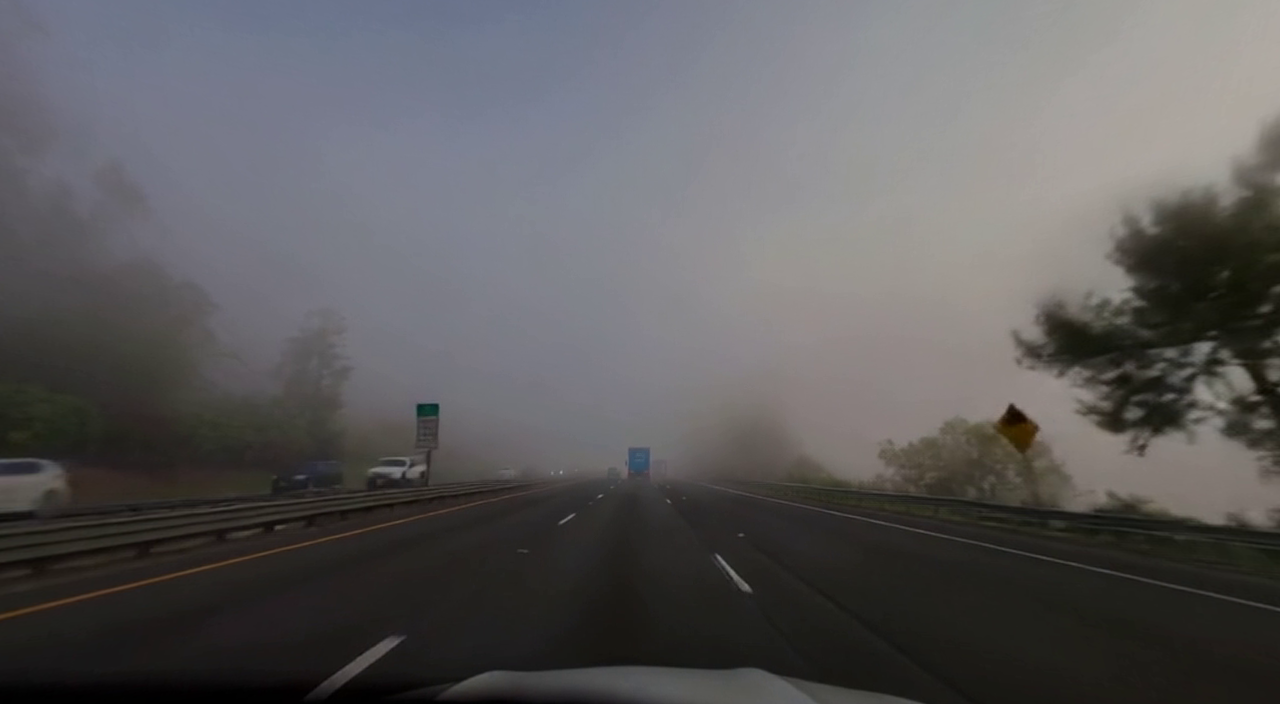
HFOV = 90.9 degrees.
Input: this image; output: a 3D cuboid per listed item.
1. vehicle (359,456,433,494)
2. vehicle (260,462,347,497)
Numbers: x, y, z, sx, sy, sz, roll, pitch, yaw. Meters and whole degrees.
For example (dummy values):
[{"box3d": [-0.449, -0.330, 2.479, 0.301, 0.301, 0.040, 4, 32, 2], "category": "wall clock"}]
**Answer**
[{"box3d": [-13.319, 6.771, 34.815, 2.203, 1.927, 4.857, 1, -11, -1], "category": "vehicle"}, {"box3d": [-17.241, 6.557, 32.561, 2.006, 1.607, 4.436, 1, -11, 0], "category": "vehicle"}]
